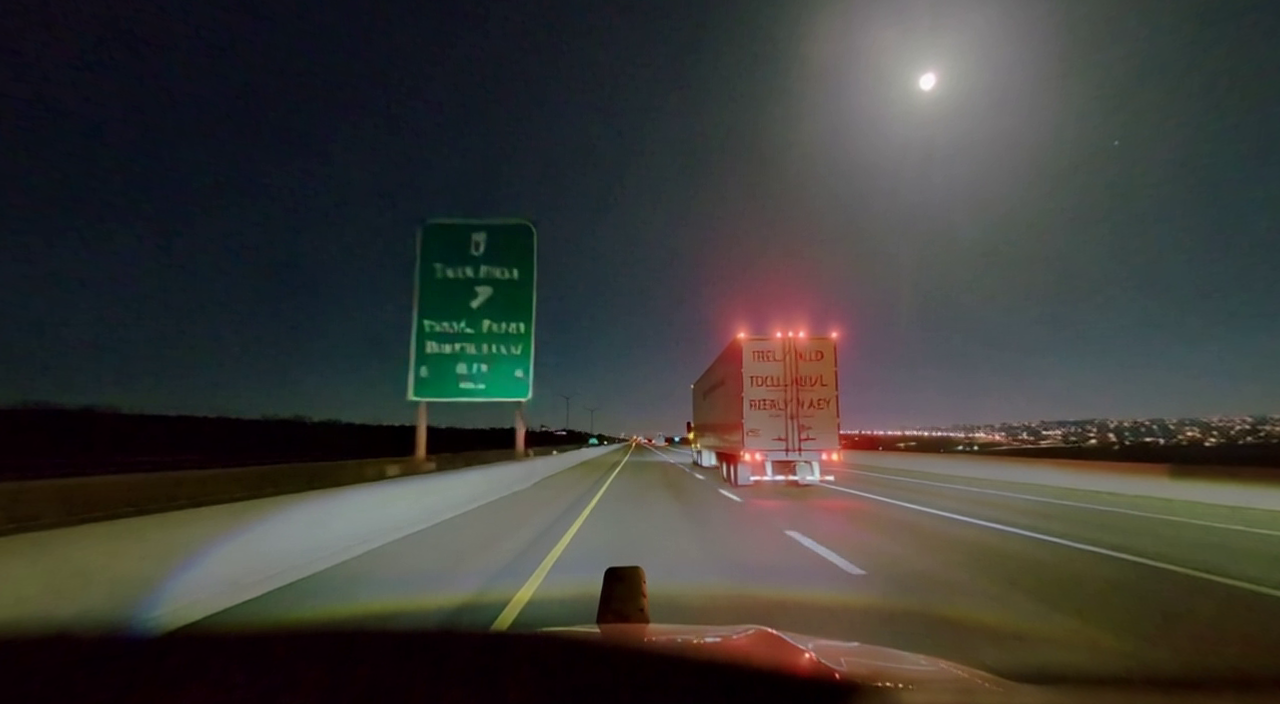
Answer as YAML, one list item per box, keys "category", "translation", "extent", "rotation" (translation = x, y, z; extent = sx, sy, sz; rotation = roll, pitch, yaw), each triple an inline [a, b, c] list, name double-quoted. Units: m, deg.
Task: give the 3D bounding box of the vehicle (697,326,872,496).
- category: "vehicle"
  translation: [4.107, 2.401, 22.259]
  extent: [3.006, 4.093, 14.142]
  rotation: [0, -8, 1]
